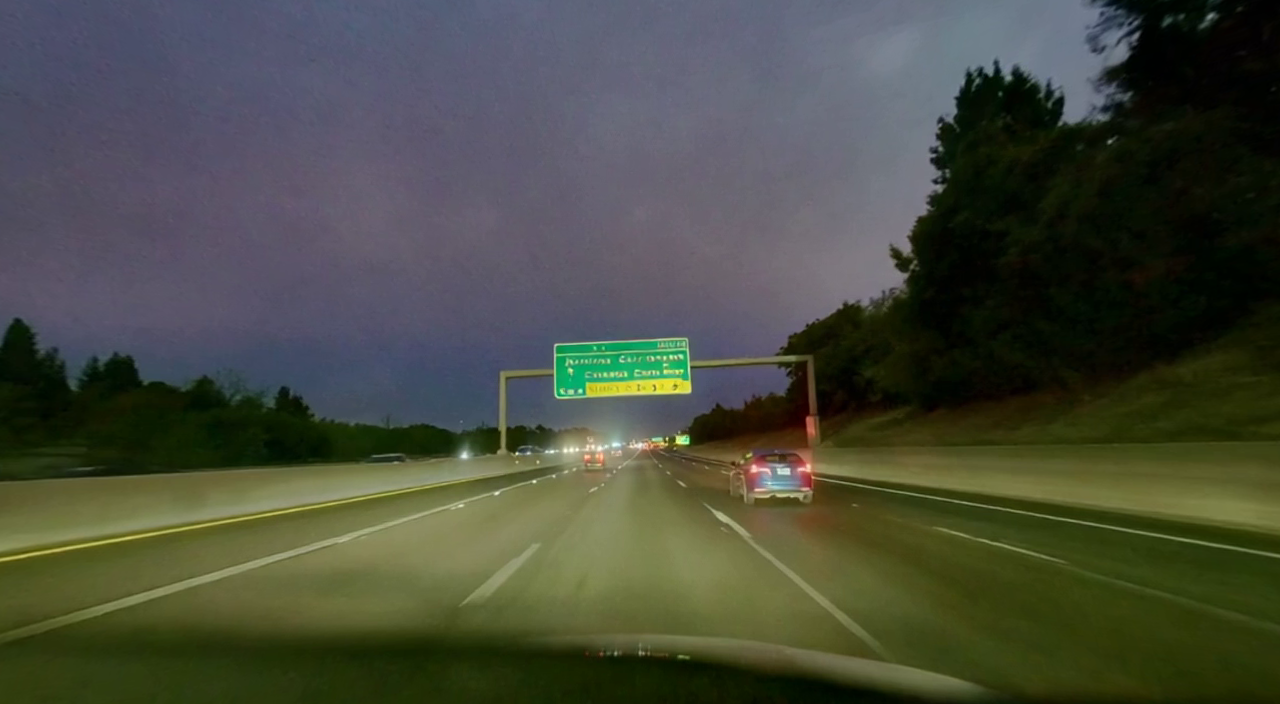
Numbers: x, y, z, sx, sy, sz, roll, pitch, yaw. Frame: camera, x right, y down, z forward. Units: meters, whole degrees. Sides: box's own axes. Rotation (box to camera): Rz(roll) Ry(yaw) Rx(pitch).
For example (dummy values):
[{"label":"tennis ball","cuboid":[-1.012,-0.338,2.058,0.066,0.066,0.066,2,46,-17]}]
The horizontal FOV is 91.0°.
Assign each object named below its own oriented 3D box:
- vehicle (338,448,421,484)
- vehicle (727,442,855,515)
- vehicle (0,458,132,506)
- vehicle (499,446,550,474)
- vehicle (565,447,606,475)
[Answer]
[{"label":"vehicle","cuboid":[-11.815,5.158,28.871,1.987,1.514,4.099,0,-9,1]},{"label":"vehicle","cuboid":[3.414,2.931,15.120,1.979,1.486,4.125,0,-9,-1]},{"label":"vehicle","cuboid":[-21.633,4.765,23.479,1.807,1.494,4.265,0,-9,0]},{"label":"vehicle","cuboid":[-6.768,6.370,37.347,2.107,1.541,4.713,0,-9,1]},{"label":"vehicle","cuboid":[-3.162,6.393,37.249,2.030,1.563,4.389,0,-9,0]}]
